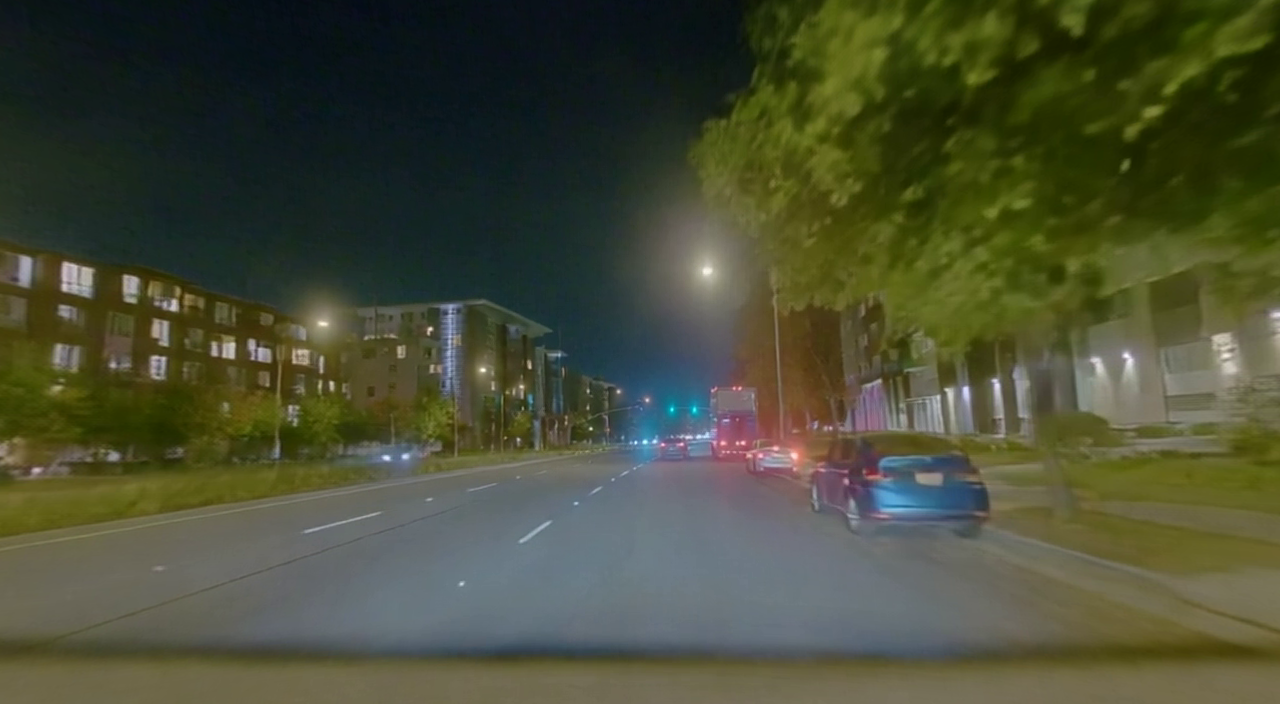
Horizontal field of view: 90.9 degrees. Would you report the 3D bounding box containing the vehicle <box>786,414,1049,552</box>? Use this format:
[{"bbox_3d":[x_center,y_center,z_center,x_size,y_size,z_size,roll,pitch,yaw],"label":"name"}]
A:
[{"bbox_3d":[3.916,1.933,10.061,2.121,1.659,4.675,-1,-8,1],"label":"vehicle"}]

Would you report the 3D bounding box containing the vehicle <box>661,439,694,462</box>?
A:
[{"bbox_3d":[2.393,6.168,39.697,1.871,1.370,4.206,-1,-8,6],"label":"vehicle"}]

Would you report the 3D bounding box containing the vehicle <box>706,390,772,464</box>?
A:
[{"bbox_3d":[6.104,5.054,41.200,3.157,3.982,13.307,-1,-8,5],"label":"vehicle"}]

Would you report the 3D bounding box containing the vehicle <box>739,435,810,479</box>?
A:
[{"bbox_3d":[4.937,3.907,23.750,1.884,1.472,4.650,-1,-8,3],"label":"vehicle"}]
